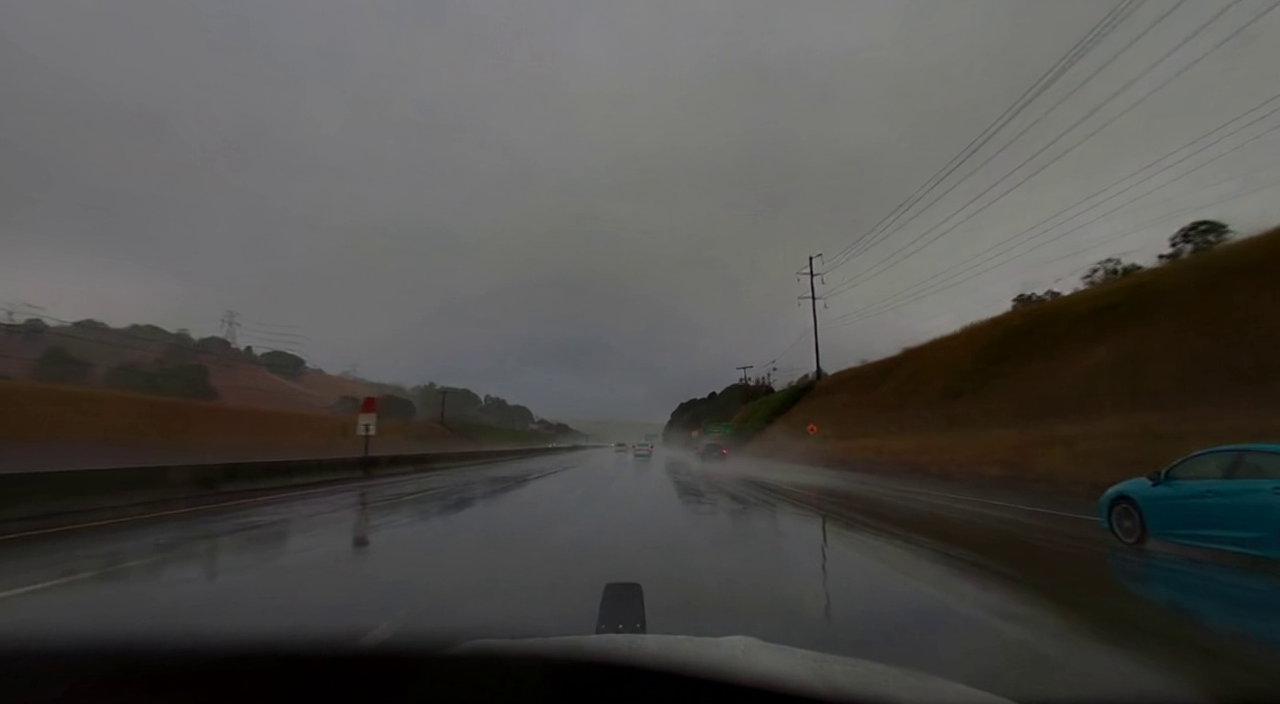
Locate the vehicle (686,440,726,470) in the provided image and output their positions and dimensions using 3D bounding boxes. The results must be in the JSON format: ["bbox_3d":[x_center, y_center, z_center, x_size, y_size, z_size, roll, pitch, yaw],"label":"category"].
[{"bbox_3d":[4.076,6.463,39.765,2.159,1.782,4.673,0,-8,2],"label":"vehicle"}]

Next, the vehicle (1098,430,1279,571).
[{"bbox_3d":[8.097,1.706,7.300,1.970,1.545,4.818,0,-8,0],"label":"vehicle"}]
